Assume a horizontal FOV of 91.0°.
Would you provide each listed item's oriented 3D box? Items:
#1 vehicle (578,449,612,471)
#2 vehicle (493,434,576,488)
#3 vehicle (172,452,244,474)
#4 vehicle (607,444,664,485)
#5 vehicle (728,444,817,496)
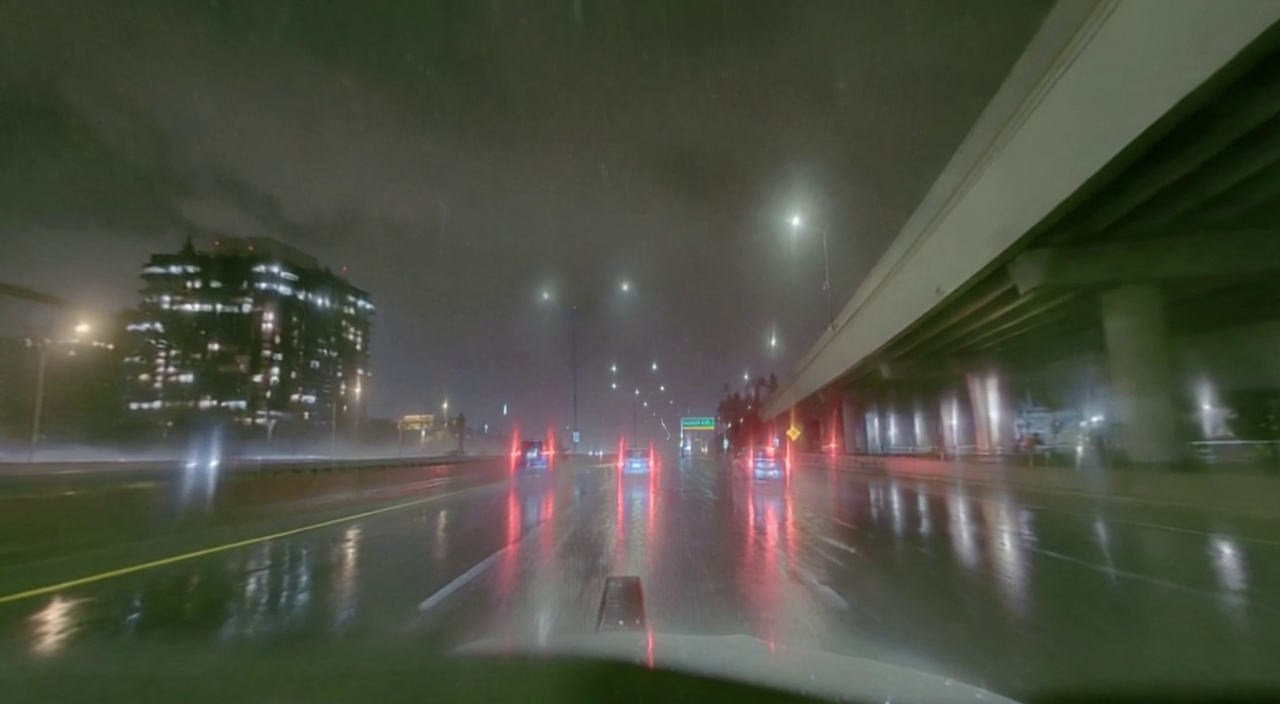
[{"bbox_3d":[-3.152,7.637,44.704,1.868,1.431,4.055,0,-9,3],"label":"vehicle"},{"bbox_3d":[-3.841,4.076,23.859,2.142,1.819,4.648,0,-9,3],"label":"vehicle"},{"bbox_3d":[-32.503,8.345,47.541,1.808,1.518,4.830,-2,-9,3],"label":"vehicle"},{"bbox_3d":[-0.131,4.479,25.399,2.089,1.493,3.964,0,-9,1],"label":"vehicle"},{"bbox_3d":[4.128,3.735,20.371,1.974,1.490,3.994,0,-9,-1],"label":"vehicle"}]
